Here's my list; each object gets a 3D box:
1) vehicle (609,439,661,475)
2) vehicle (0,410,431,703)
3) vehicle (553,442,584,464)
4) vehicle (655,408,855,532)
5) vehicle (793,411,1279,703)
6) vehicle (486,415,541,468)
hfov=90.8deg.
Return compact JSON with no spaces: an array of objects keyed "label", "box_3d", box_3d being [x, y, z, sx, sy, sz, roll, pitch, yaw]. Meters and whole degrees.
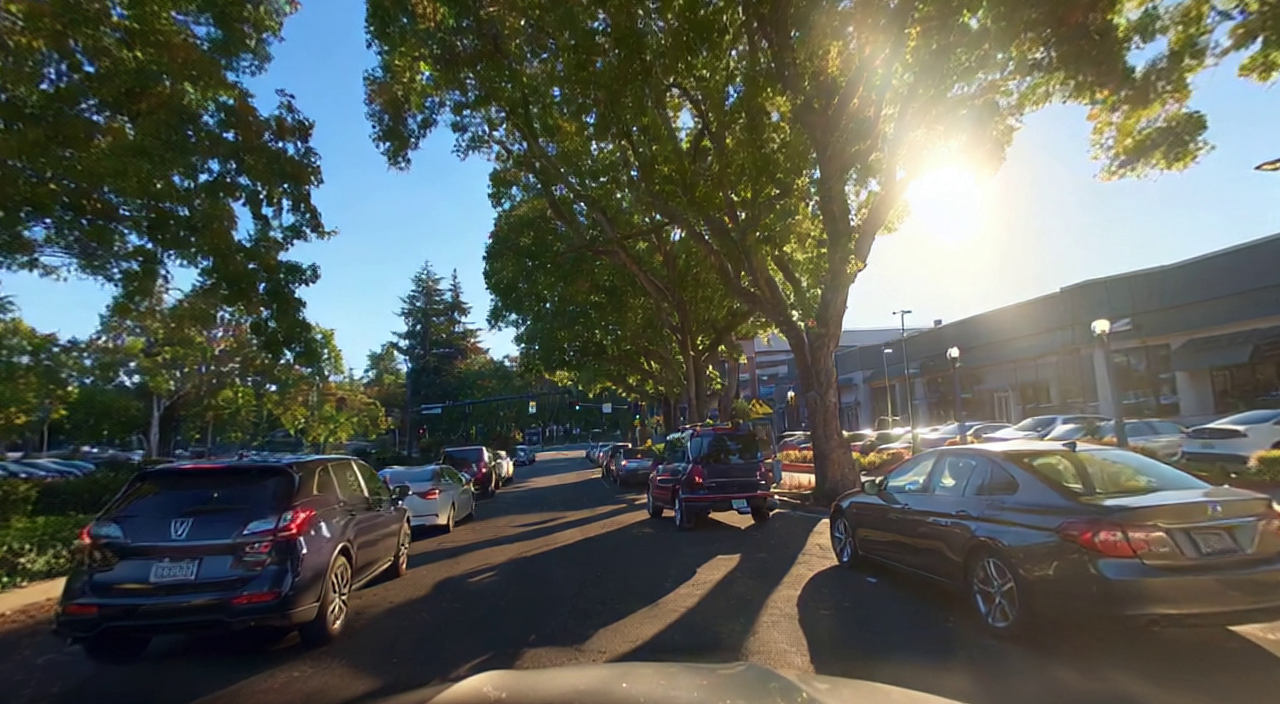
[{"label":"vehicle","box_3d":[-0.310,4.809,29.171,1.910,1.493,4.490,1,-8,-7]},{"label":"vehicle","box_3d":[-2.888,1.339,5.089,1.968,1.497,4.286,2,-9,-15]},{"label":"vehicle","box_3d":[-5.262,7.393,46.484,2.095,1.473,4.301,1,-8,-6]},{"label":"vehicle","box_3d":[1.900,2.269,12.817,2.324,1.907,5.634,1,-8,-7]},{"label":"vehicle","box_3d":[3.150,1.404,5.609,1.904,1.494,4.864,1,-8,-6]},{"label":"vehicle","box_3d":[-8.381,6.091,42.862,2.820,3.263,7.986,1,-8,-6]}]
